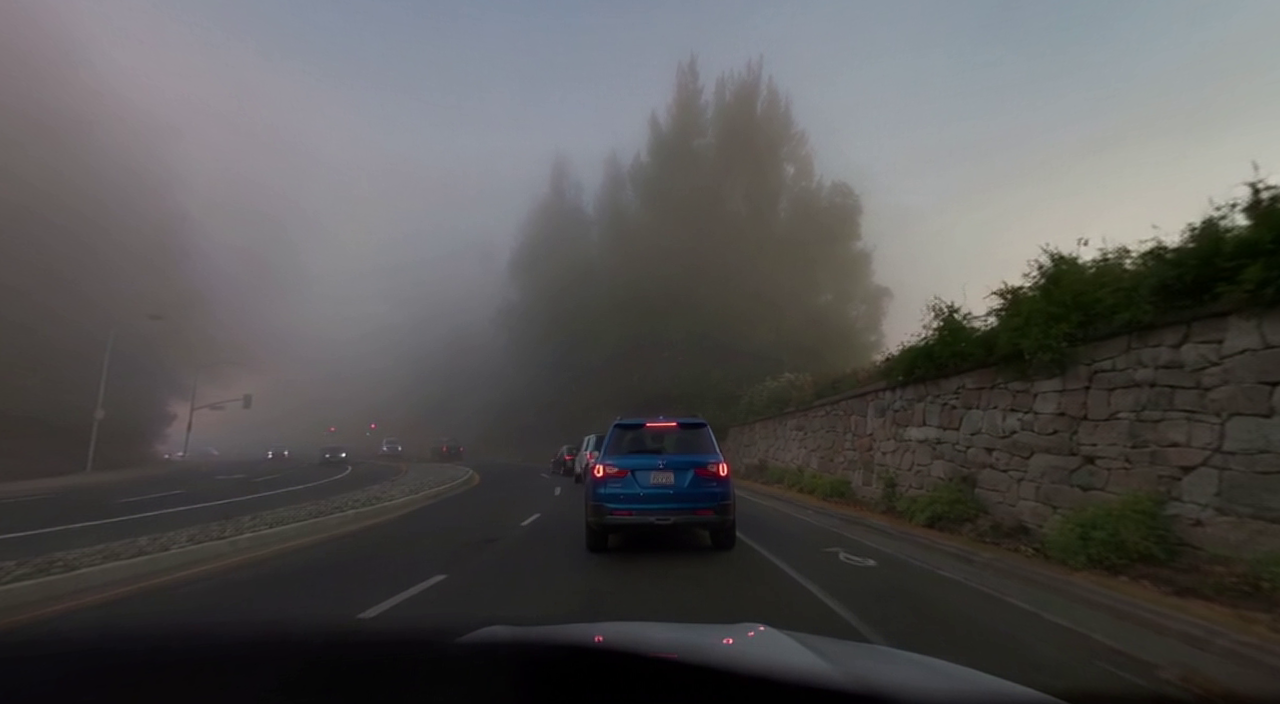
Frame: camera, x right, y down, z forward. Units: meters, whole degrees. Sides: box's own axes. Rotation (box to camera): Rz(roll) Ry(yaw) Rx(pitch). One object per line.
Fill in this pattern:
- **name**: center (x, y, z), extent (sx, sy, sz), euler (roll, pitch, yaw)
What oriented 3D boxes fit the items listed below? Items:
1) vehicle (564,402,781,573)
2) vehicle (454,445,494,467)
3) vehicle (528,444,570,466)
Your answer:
- **vehicle**: center (0.189, 1.728, 8.830), extent (2.287, 1.762, 4.269), euler (1, -8, -4)
- **vehicle**: center (-12.282, 7.640, 46.620), extent (2.023, 1.474, 4.286), euler (4, -9, -25)
- **vehicle**: center (-6.551, 7.313, 45.093), extent (1.932, 1.488, 4.578), euler (3, -9, -21)
